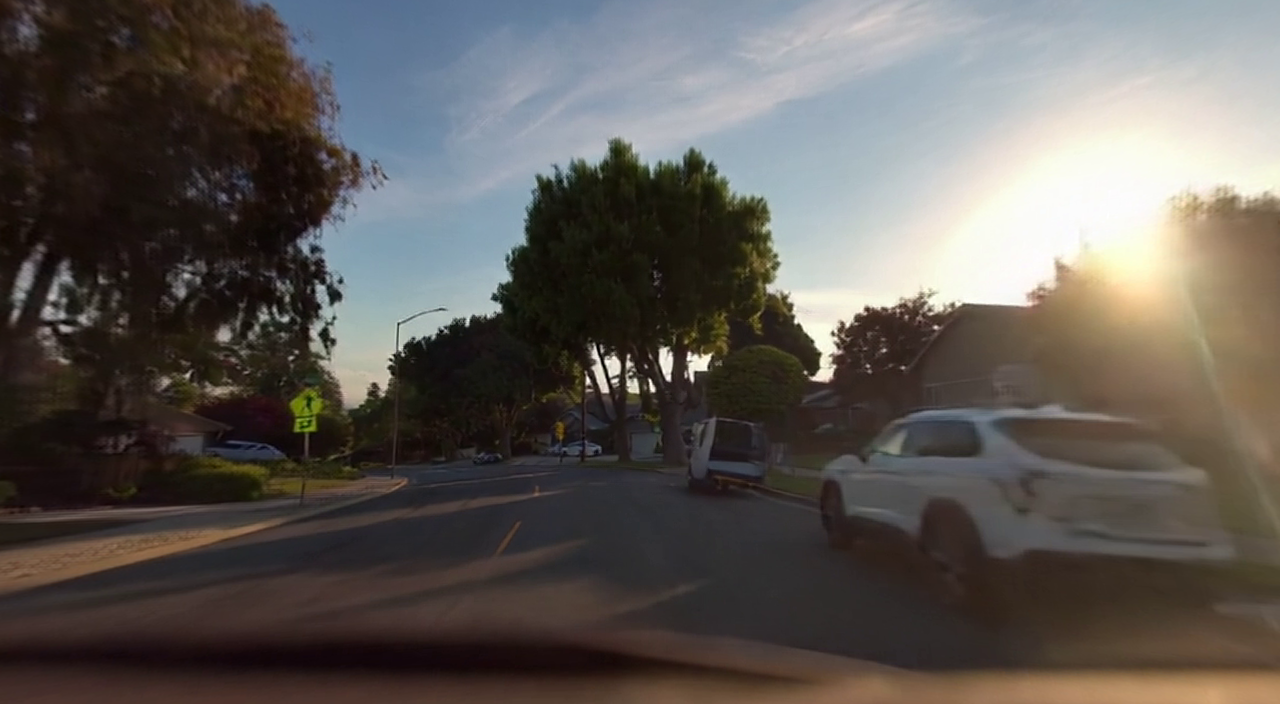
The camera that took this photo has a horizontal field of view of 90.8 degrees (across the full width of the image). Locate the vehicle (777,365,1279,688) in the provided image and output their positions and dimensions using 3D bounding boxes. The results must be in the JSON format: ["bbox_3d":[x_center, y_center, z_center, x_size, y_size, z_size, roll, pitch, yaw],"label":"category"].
[{"bbox_3d":[2.863,1.240,5.745,1.965,1.663,4.744,0,-8,-2],"label":"vehicle"}]

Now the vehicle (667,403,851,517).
[{"bbox_3d":[2.110,2.177,13.227,2.180,1.849,5.423,0,-8,-7],"label":"vehicle"}]

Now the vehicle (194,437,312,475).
[{"bbox_3d":[-18.714,5.048,30.794,4.464,1.681,1.906,2,-9,-16],"label":"vehicle"}]
